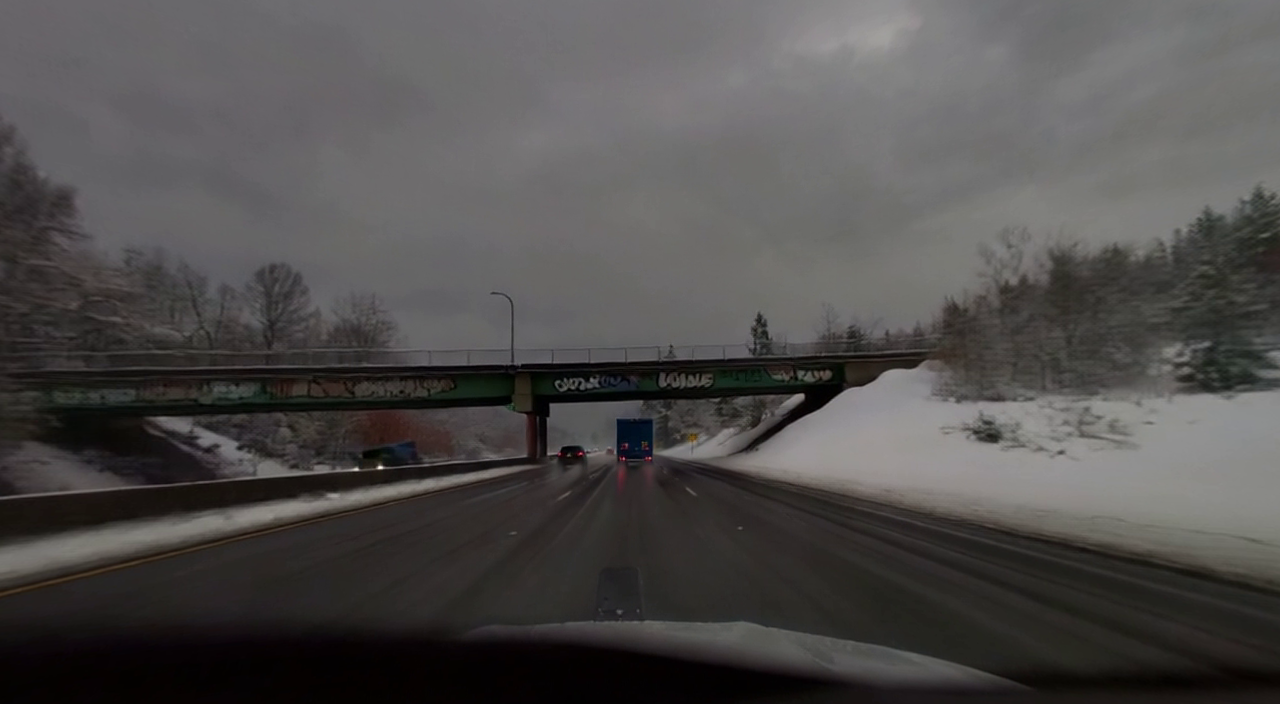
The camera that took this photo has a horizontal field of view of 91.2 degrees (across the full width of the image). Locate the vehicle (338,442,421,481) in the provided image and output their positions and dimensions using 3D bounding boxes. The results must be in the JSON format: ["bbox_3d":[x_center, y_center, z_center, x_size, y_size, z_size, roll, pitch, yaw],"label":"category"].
[{"bbox_3d":[-17.914,7.542,43.720,2.564,2.452,7.489,0,-9,0],"label":"vehicle"}]

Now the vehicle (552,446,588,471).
[{"bbox_3d":[-4.422,6.805,40.203,1.892,1.529,3.996,0,-9,-1],"label":"vehicle"}]
